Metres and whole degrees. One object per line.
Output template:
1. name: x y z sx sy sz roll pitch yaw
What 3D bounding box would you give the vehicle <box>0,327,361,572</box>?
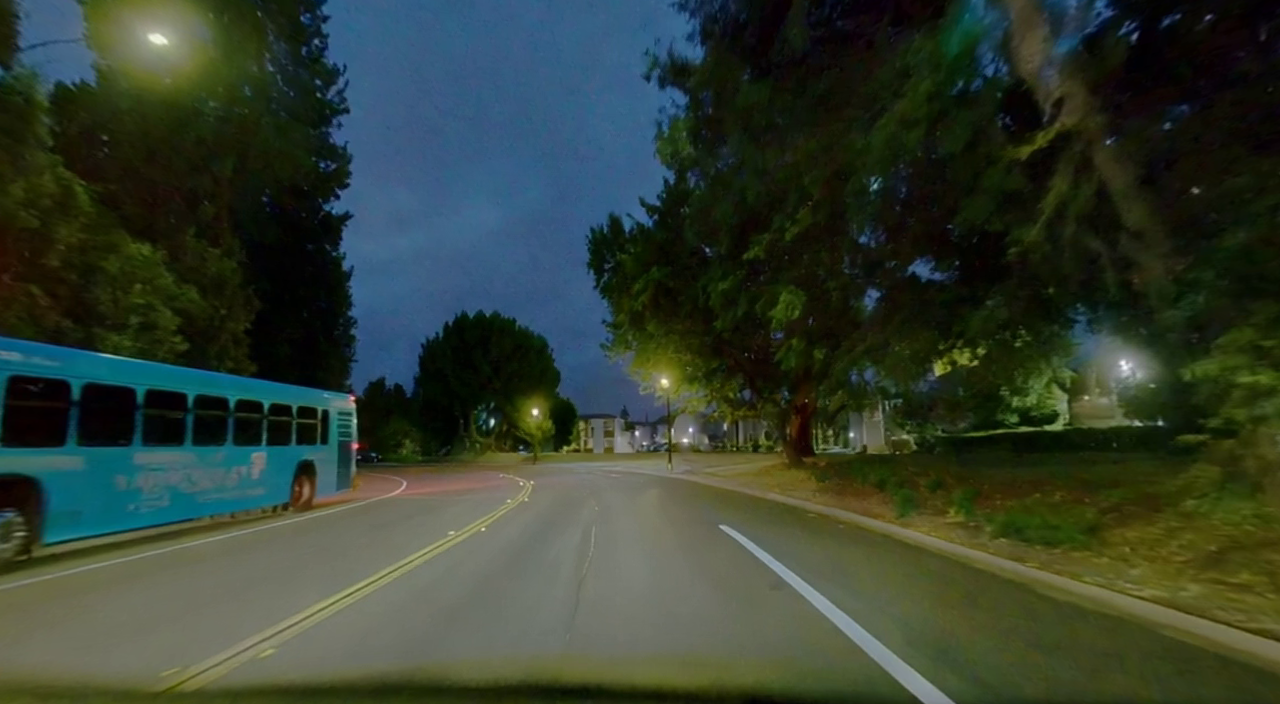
1. vehicle: -8.603 1.776 11.922 2.886 2.994 8.380 0 -8 0
